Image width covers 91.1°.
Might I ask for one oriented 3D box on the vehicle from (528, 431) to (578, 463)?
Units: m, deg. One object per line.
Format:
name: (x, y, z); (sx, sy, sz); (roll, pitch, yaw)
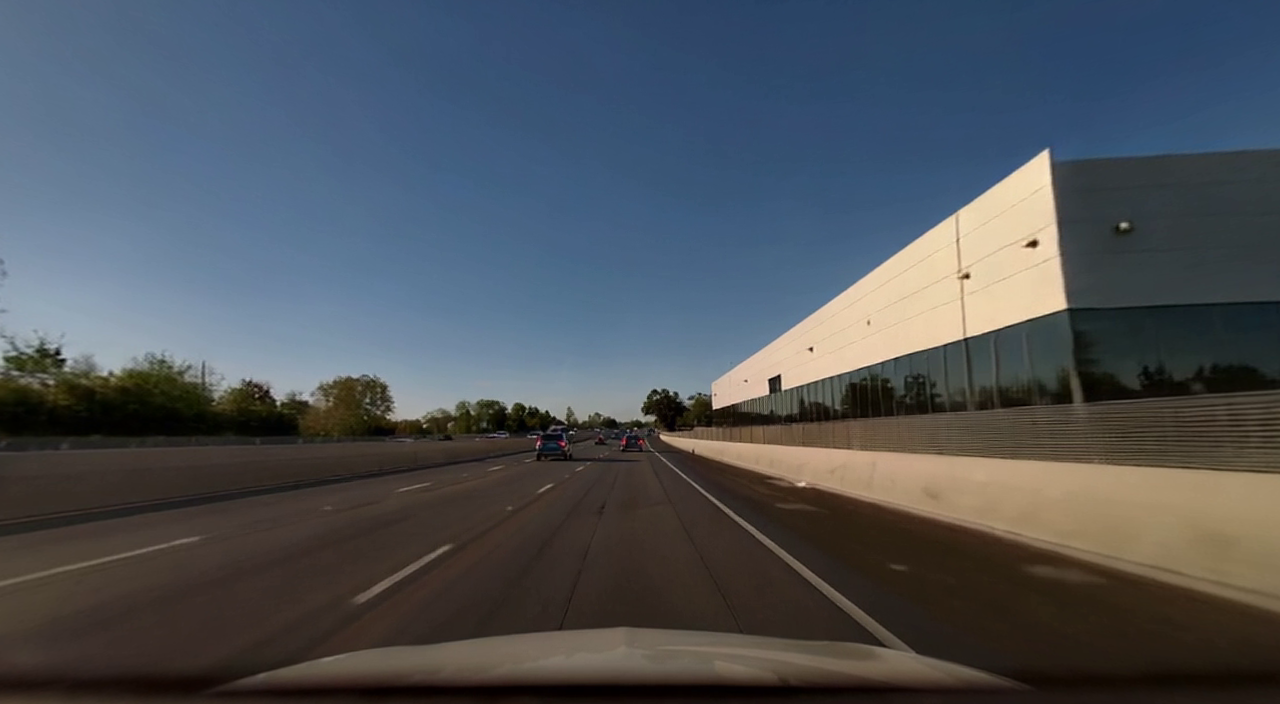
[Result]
vehicle: (-4.635, 5.110, 34.142); (2.036, 1.612, 4.510); (0, -8, 0)
